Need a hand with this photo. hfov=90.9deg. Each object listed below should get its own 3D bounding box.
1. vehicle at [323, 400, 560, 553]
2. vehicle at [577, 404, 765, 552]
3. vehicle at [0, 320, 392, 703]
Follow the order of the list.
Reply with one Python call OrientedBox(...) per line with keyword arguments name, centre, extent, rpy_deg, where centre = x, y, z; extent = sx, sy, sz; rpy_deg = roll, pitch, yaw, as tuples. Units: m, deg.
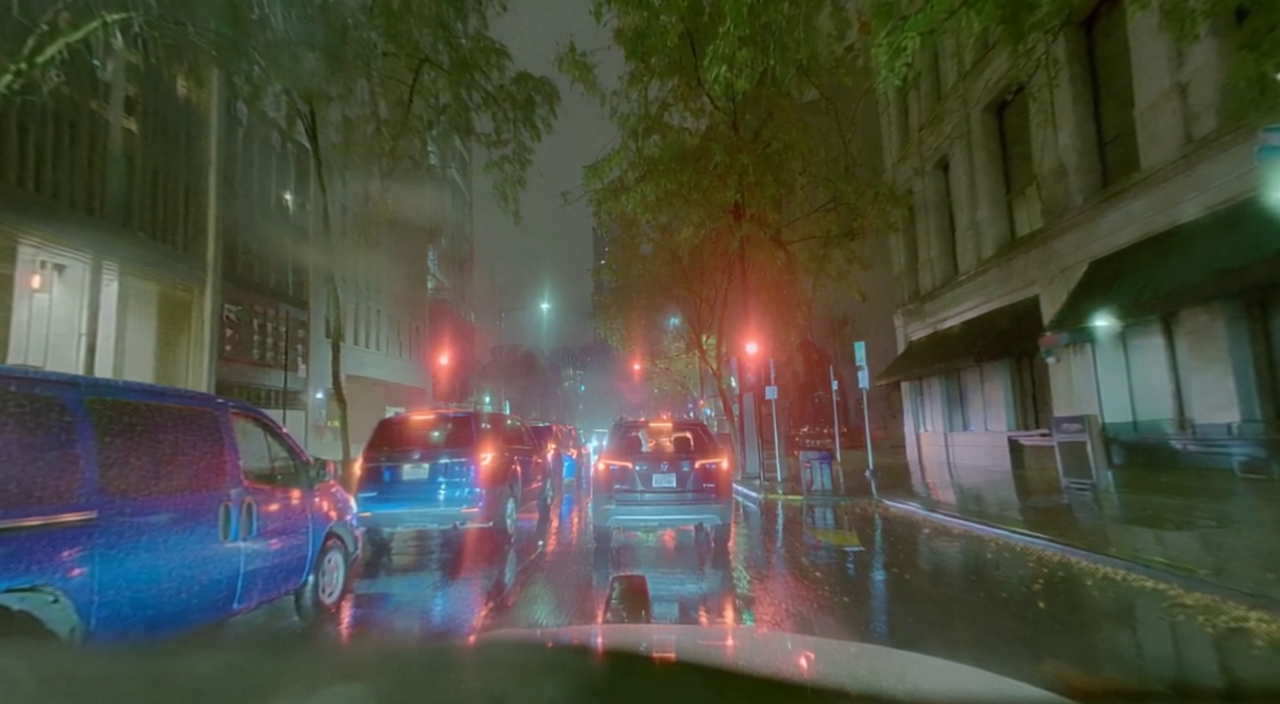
OrientedBox(name="vehicle", centre=(-2.642, 1.811, 9.806), extent=(2.124, 1.799, 4.587), rpy_deg=(0, -8, 1))
OrientedBox(name="vehicle", centre=(0.370, 1.770, 9.439), extent=(2.205, 1.727, 3.917), rpy_deg=(0, -8, 0))
OrientedBox(name="vehicle", centre=(-3.173, 0.973, 3.590), extent=(1.940, 1.722, 3.823), rpy_deg=(0, -8, 0))
